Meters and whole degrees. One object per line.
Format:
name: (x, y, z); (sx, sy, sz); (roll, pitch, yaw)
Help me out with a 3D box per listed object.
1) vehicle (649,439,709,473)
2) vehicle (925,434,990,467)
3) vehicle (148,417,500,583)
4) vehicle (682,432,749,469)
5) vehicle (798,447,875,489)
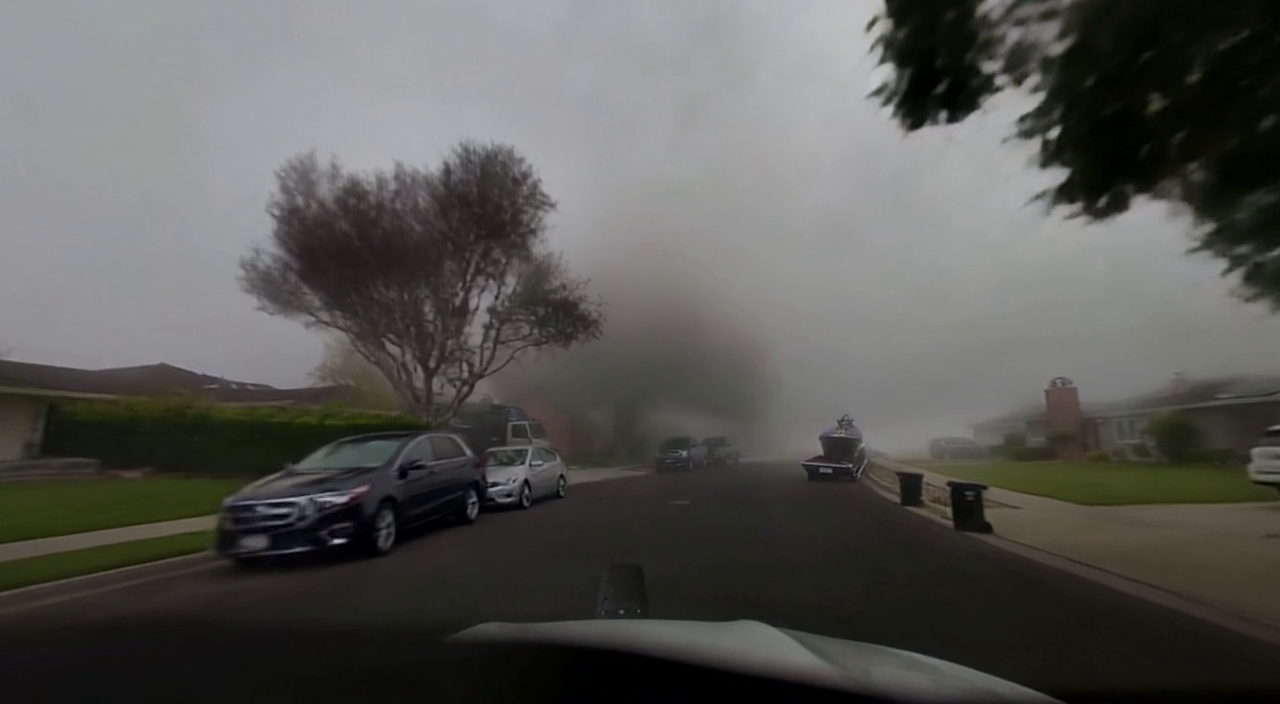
vehicle: (2.222, 5.699, 34.662); (2.052, 1.745, 4.737); (-3, -9, 19)
vehicle: (21.245, 6.601, 42.252); (3.470, 2.123, 1.584); (0, -7, 6)
vehicle: (-4.116, 1.920, 9.568); (2.274, 1.784, 5.090); (-1, -7, 7)
vehicle: (5.218, 6.628, 42.538); (2.632, 2.249, 6.179); (-4, -9, 24)
vehicle: (8.664, 4.926, 27.423); (2.804, 1.336, 6.700); (-2, -7, 19)
